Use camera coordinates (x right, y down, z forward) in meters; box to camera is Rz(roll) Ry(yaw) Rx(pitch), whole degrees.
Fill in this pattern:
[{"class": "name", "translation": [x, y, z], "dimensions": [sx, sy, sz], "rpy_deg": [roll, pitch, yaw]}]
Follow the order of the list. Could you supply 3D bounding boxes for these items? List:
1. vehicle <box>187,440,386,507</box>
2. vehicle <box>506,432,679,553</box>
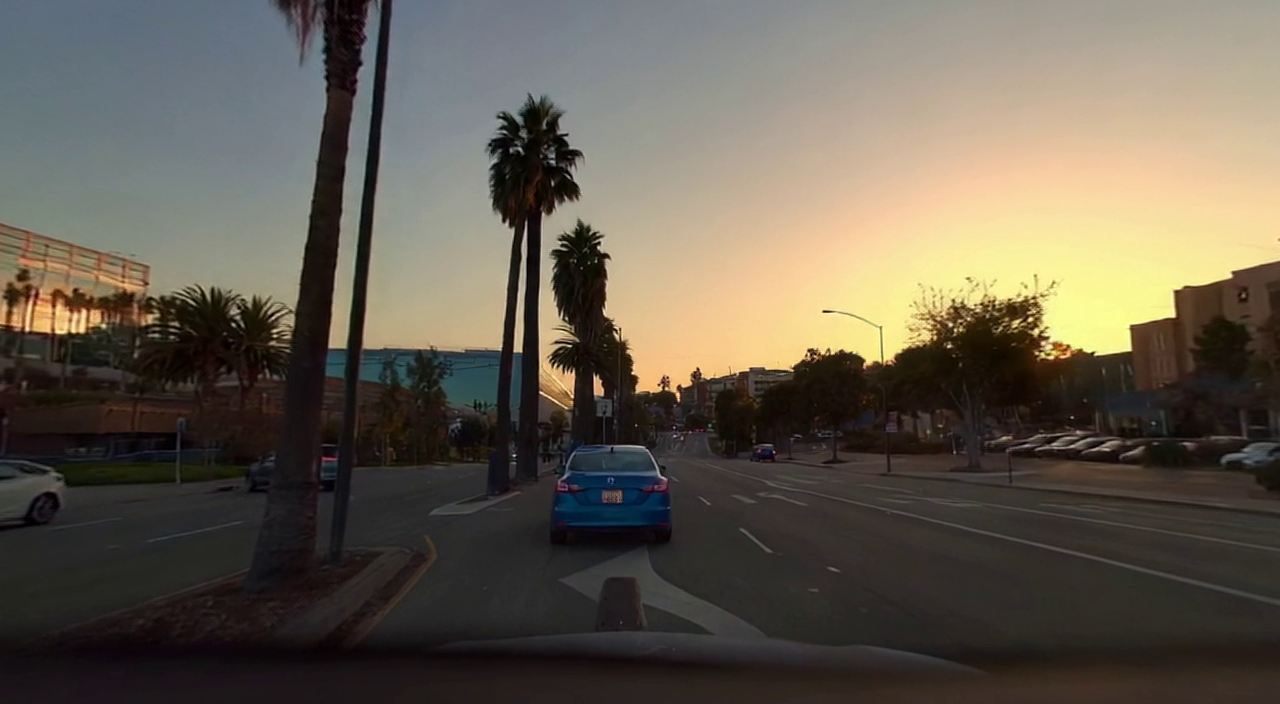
[{"class": "vehicle", "translation": [-9.327, 3.154, 16.767], "dimensions": [4.457, 1.552, 2.095], "rpy_deg": [-3, -9, 19]}, {"class": "vehicle", "translation": [-1.015, 2.090, 10.217], "dimensions": [1.986, 1.473, 4.382], "rpy_deg": [2, -9, -15]}]
